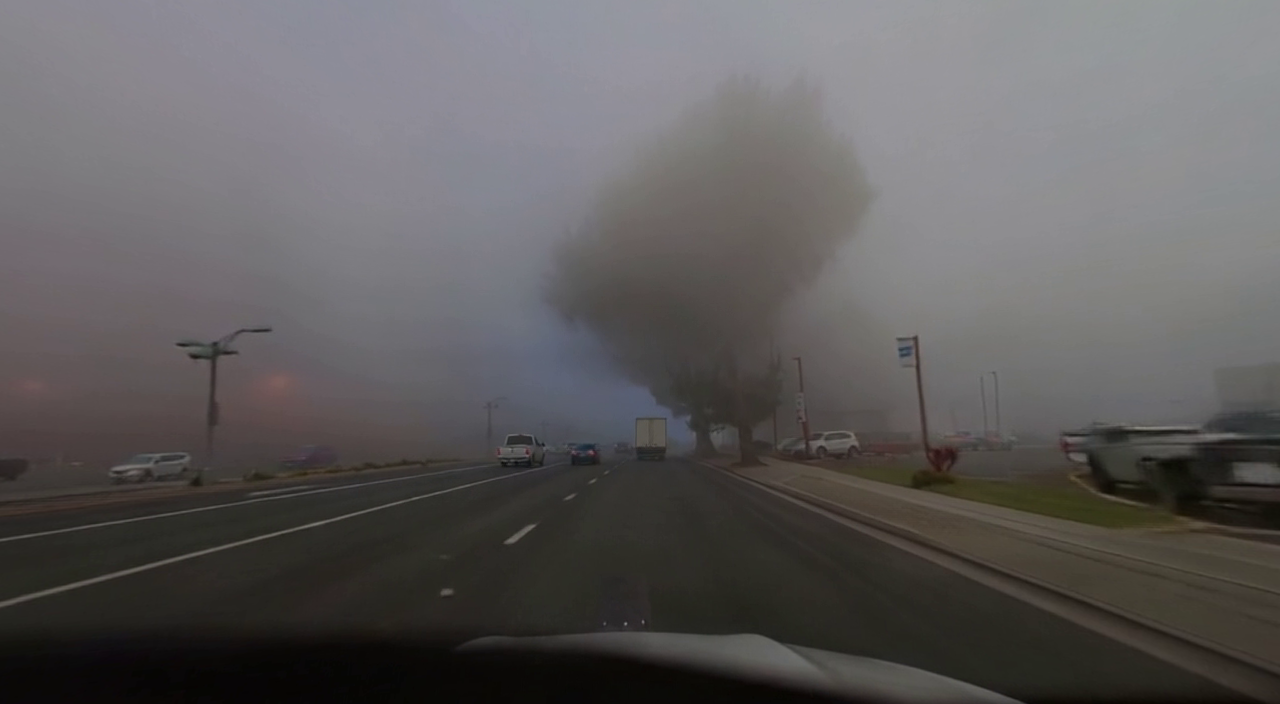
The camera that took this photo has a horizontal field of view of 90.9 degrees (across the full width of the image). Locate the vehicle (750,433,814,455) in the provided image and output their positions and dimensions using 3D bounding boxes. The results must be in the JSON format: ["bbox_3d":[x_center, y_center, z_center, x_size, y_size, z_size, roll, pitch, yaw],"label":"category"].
[{"bbox_3d":[10.695,6.952,47.551,4.346,1.595,1.964,0,-8,0],"label":"vehicle"}]

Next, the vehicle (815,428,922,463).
[{"bbox_3d":[11.485,4.761,31.957,4.655,1.688,1.876,0,-8,1],"label":"vehicle"}]

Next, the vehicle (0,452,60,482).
[{"bbox_3d":[-33.613,6.043,33.329,4.071,1.495,1.741,0,-8,-2],"label":"vehicle"}]

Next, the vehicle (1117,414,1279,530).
[{"bbox_3d":[9.410,1.629,8.681,2.097,1.497,4.685,0,-8,2],"label":"vehicle"}]

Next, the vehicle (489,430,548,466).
[{"bbox_3d":[-6.761,5.439,35.753,2.149,1.893,5.187,0,-8,2],"label":"vehicle"}]

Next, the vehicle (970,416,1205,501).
[{"bbox_3d":[9.459,2.296,13.921,1.956,1.551,4.439,0,-8,1],"label":"vehicle"}]

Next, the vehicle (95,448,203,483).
[{"bbox_3d":[-25.978,5.980,33.600,1.918,1.687,4.653,0,-8,1],"label":"vehicle"}]

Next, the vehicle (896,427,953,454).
[{"bbox_3d":[20.270,6.364,45.114,1.983,1.782,4.920,-1,-8,3],"label":"vehicle"}]
